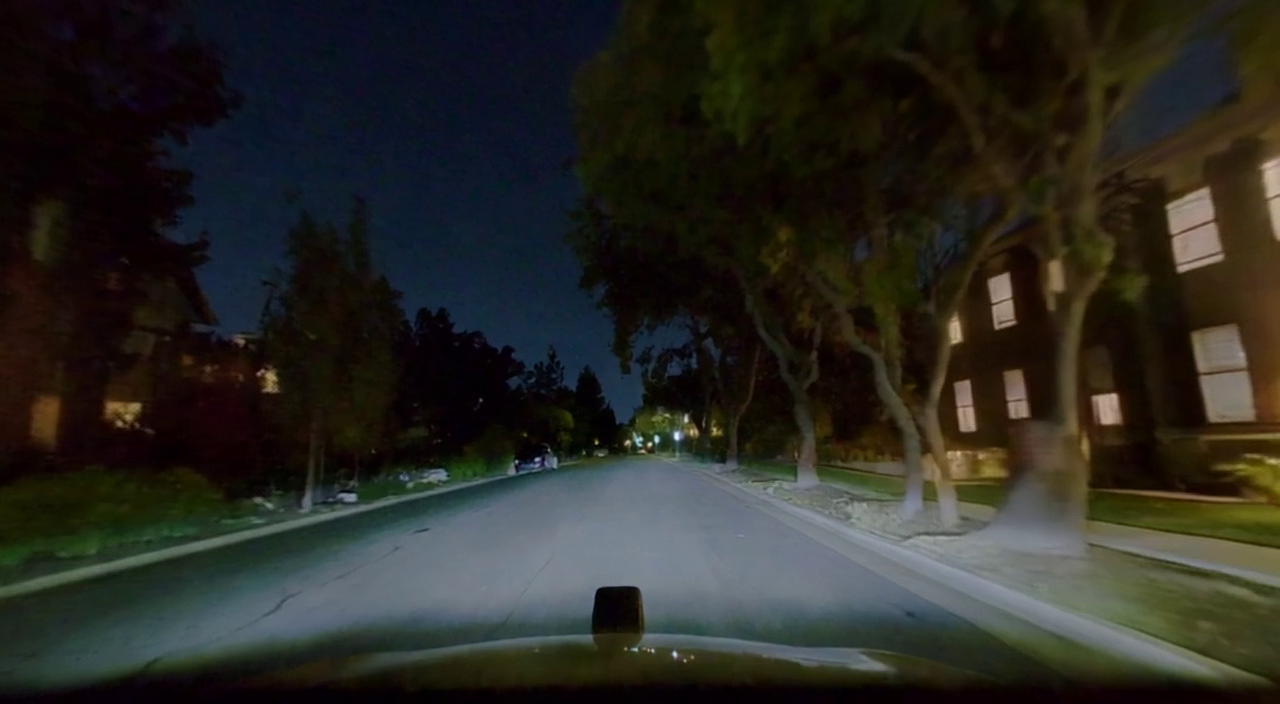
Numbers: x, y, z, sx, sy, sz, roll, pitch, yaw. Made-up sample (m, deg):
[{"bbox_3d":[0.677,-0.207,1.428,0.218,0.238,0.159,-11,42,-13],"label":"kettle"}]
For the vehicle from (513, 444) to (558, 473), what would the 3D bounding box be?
[{"bbox_3d":[-6.624,6.795,40.640,2.078,1.745,5.119,0,-9,-1],"label":"vehicle"}]
